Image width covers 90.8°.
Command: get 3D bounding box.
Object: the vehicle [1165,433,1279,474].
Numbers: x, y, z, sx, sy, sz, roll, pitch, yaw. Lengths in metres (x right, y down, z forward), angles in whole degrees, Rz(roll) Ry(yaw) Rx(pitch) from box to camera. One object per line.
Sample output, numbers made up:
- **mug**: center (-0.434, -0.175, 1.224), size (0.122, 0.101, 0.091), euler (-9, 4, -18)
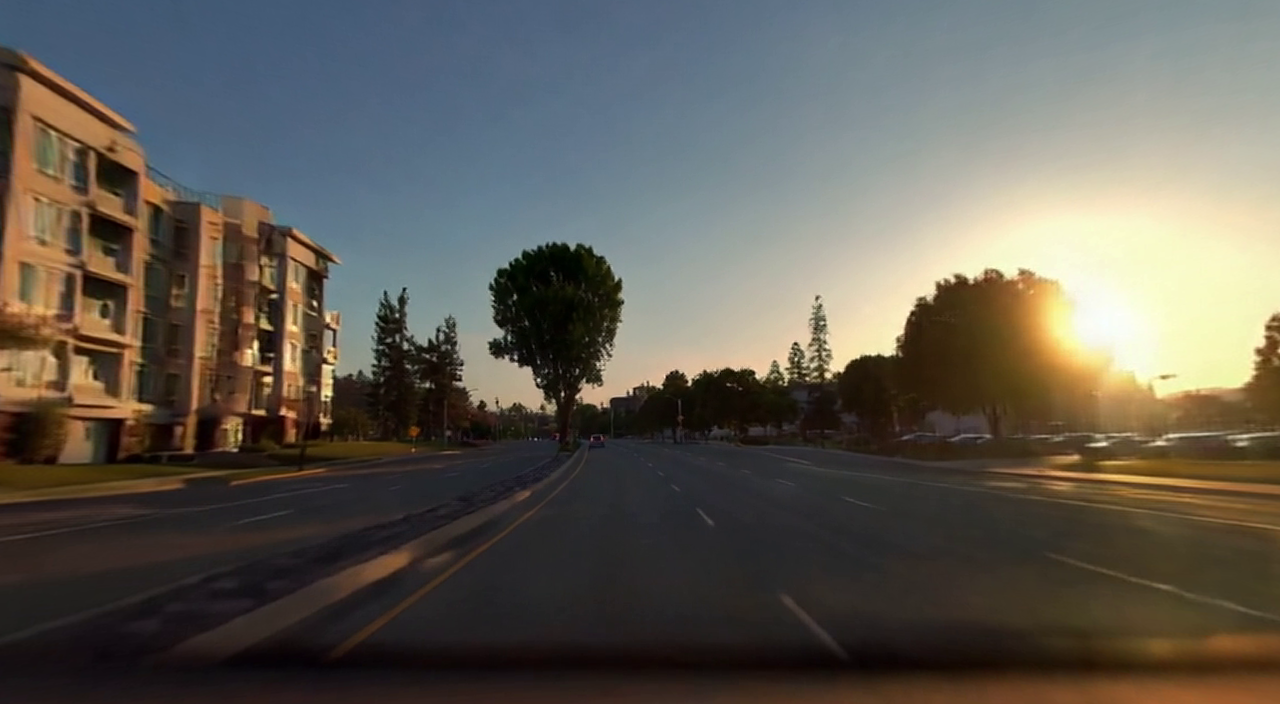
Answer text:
- **vehicle**: center (27.710, 4.602, 28.929), size (5.365, 1.726, 2.032), euler (-1, -8, 1)
